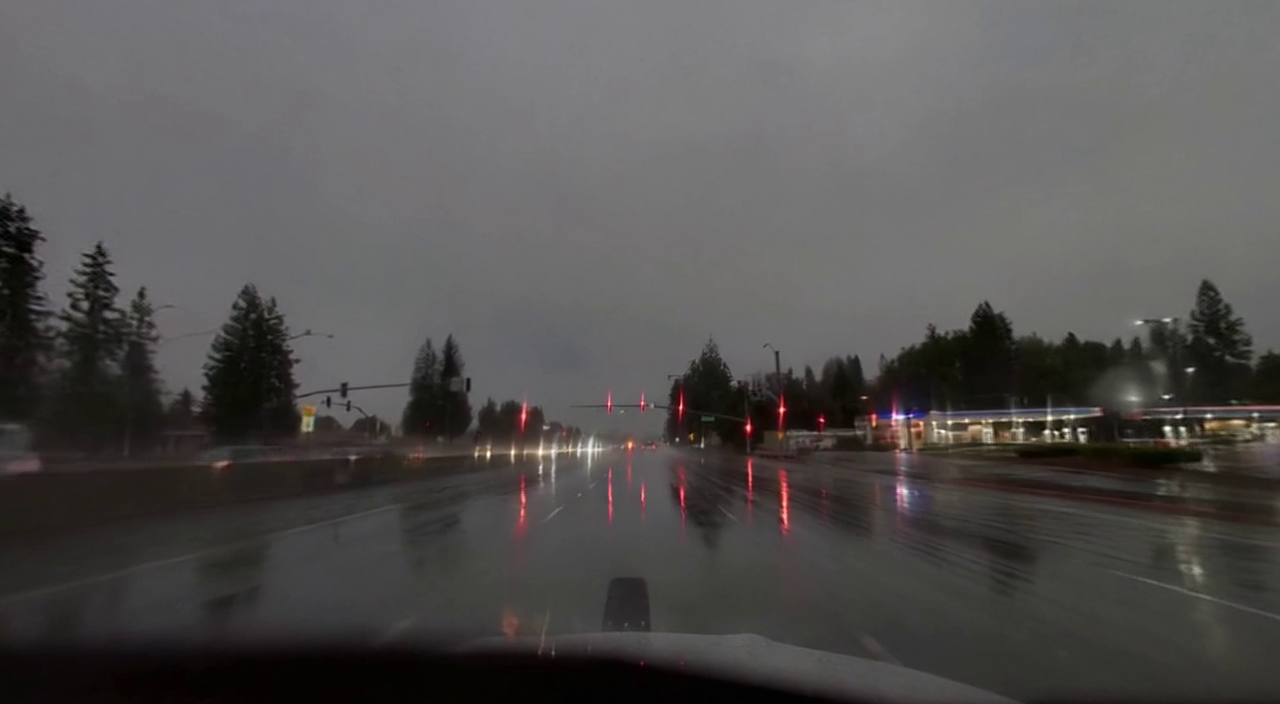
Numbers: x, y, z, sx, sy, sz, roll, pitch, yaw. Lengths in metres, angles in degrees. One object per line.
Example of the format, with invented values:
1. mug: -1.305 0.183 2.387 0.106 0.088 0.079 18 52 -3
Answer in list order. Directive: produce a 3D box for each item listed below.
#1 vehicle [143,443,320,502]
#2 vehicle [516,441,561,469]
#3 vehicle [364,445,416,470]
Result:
1. vehicle: -11.118 3.269 17.659 1.937 1.426 4.529 0 -8 0
2. vehicle: -5.952 6.066 37.394 1.843 1.528 4.121 0 -8 2
3. vehicle: -18.043 7.620 45.778 1.926 1.659 4.426 0 -8 0
